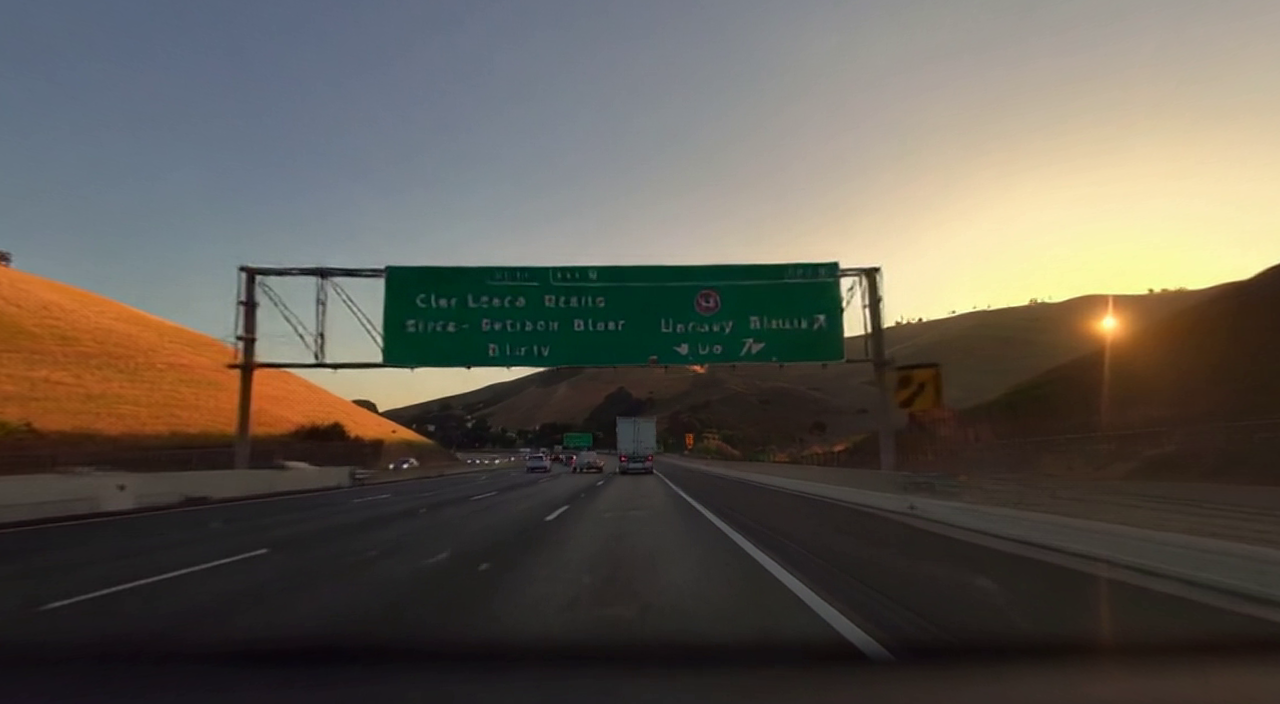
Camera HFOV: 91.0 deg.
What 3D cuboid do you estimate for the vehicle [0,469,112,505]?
[{"bbox_3d":[-28.812,6.546,30.872,1.848,1.507,4.500,0,-9,0],"label":"vehicle"}]

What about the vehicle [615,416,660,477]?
[{"bbox_3d":[-0.110,7.353,48.599,3.039,4.131,11.822,0,-9,1],"label":"vehicle"}]

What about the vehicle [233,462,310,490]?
[{"bbox_3d":[-21.515,7.236,36.985,1.804,1.495,4.335,0,-9,1],"label":"vehicle"}]

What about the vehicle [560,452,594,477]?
[{"bbox_3d":[-4.566,8.228,46.316,2.053,1.746,4.508,0,-9,-1],"label":"vehicle"}]
